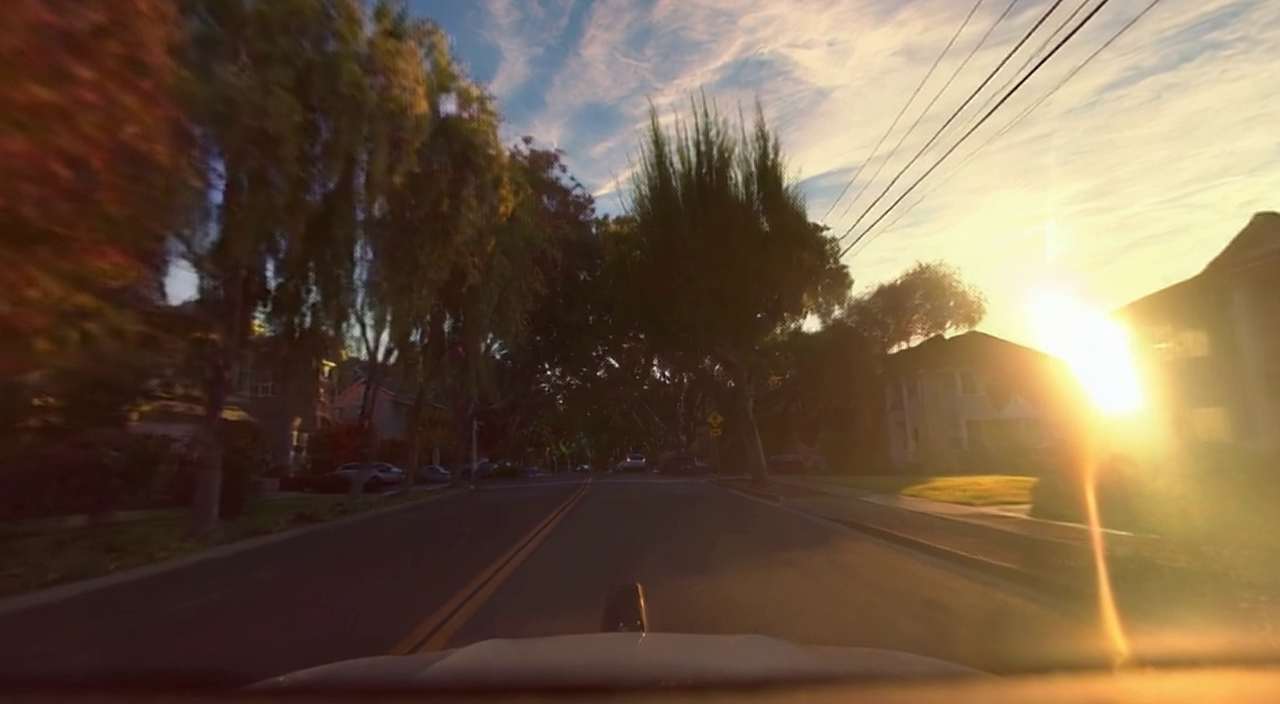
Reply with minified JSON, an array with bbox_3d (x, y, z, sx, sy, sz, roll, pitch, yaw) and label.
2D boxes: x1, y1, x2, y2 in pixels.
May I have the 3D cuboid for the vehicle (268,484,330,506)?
[{"bbox_3d":[-25.387,10.640,47.105,3.733,1.480,1.672,-2,-8,10],"label":"vehicle"}]

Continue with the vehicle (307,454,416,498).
[{"bbox_3d":[-17.091,7.559,38.935,5.586,2.532,2.444,-1,-9,8],"label":"vehicle"}]

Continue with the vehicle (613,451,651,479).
[{"bbox_3d":[-0.509,6.474,36.410,2.022,1.481,4.050,0,-9,-3],"label":"vehicle"}]

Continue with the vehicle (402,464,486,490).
[{"bbox_3d":[-12.576,8.022,40.605,4.676,1.484,2.068,-2,-9,12],"label":"vehicle"}]

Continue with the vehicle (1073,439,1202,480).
[{"bbox_3d":[23.629,5.080,30.191,4.330,1.767,1.946,-1,-8,16],"label":"vehicle"}]
